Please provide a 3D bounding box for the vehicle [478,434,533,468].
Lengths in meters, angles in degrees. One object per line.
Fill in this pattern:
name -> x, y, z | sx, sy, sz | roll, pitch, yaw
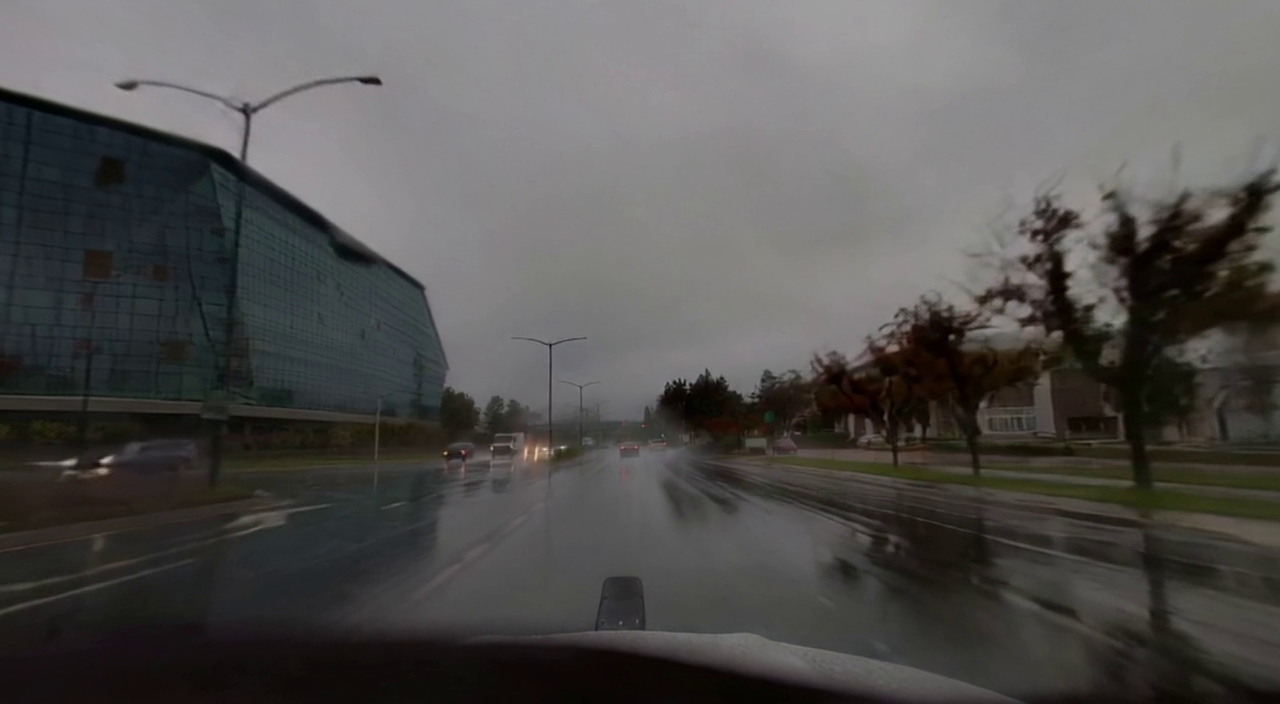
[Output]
vehicle -> -8.517, 6.290, 40.666 | 2.631, 1.990, 5.787 | 0, -8, -4

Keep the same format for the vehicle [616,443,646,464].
vehicle -> -0.661, 7.274, 45.546 | 2.080, 1.445, 4.096 | 0, -8, -2

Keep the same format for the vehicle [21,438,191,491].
vehicle -> -21.439, 4.502, 25.817 | 2.180, 1.902, 5.475 | 0, -8, -1
